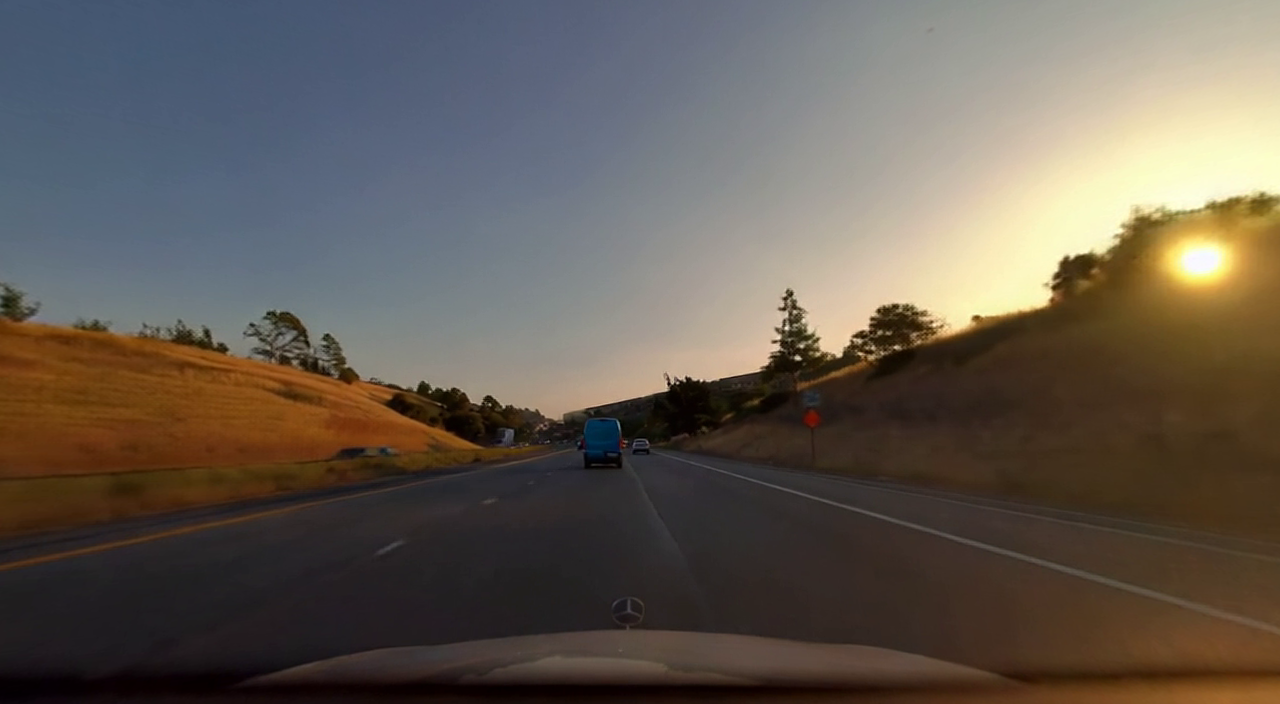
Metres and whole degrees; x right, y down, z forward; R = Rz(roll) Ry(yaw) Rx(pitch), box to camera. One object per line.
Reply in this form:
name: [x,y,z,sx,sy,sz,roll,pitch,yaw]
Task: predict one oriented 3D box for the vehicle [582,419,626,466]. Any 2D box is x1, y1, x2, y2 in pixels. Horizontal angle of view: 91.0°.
vehicle: [-2.003,5.246,36.584,2.329,2.483,5.428,0,-8,-1]
